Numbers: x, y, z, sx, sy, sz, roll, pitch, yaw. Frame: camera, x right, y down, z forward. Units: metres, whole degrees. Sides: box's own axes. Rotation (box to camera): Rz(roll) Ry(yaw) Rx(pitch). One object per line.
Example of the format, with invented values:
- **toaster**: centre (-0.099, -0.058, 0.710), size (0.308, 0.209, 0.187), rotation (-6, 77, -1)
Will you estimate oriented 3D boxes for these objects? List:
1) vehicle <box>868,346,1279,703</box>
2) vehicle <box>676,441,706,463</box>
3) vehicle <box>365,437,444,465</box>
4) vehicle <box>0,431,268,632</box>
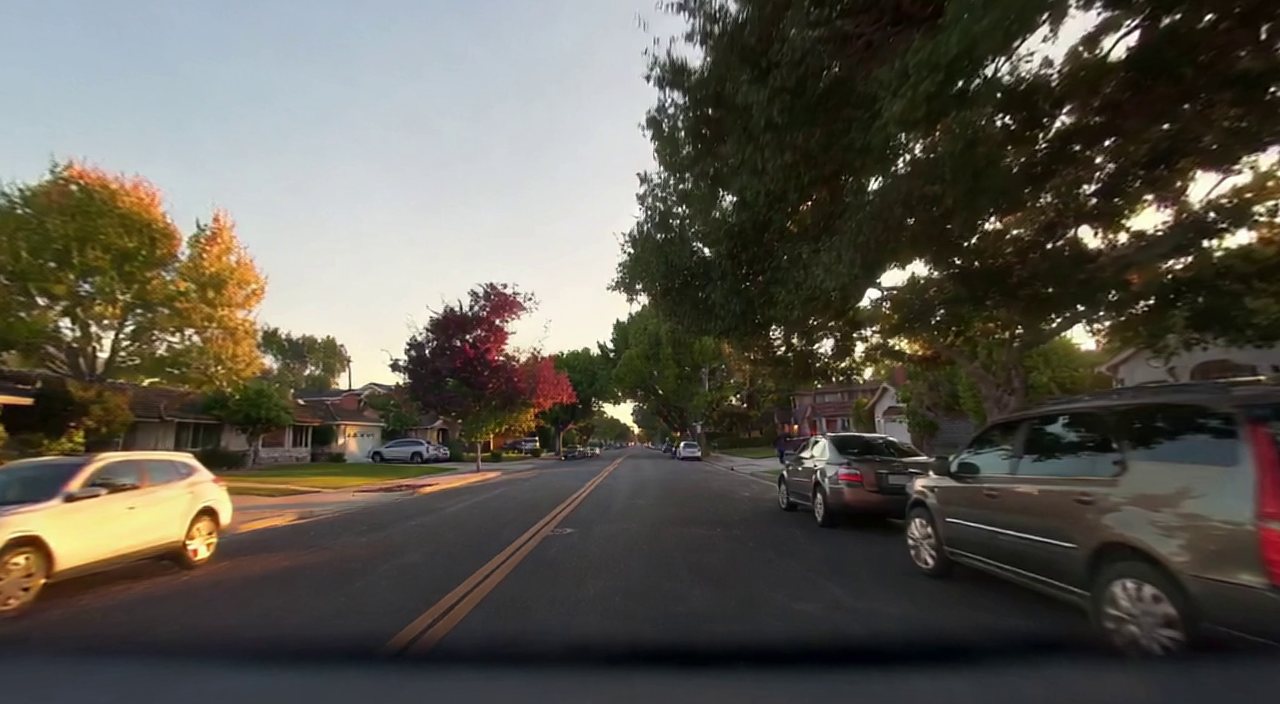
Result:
- **vehicle**: centre (3.923, 1.217, 5.082), size (2.068, 1.838, 5.278), rotation (0, -8, -1)
- **vehicle**: centre (3.941, 7.823, 49.439), size (1.917, 1.569, 4.460), rotation (0, -8, -1)
- **vehicle**: centre (-15.300, 6.445, 41.070), size (4.320, 1.767, 1.951), rotation (0, -9, 5)
- **vehicle**: centre (-5.823, 1.648, 6.189), size (1.898, 1.507, 4.009), rotation (-4, -9, 0)
